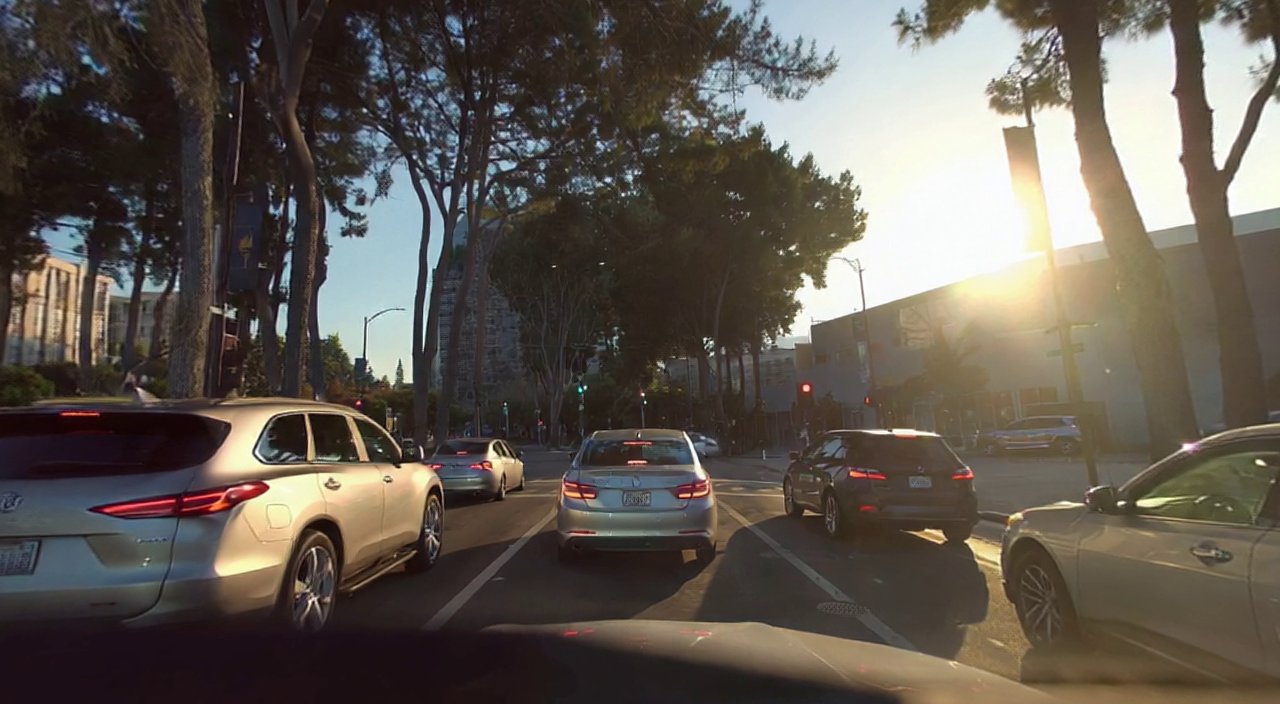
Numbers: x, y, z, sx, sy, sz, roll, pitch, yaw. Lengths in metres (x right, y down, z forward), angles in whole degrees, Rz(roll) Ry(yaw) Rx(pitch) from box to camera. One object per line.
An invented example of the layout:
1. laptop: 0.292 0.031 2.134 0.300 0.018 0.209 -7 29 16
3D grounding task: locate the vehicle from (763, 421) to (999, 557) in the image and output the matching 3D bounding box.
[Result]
1. vehicle: 3.411 2.021 10.033 2.040 1.647 4.379 0 -9 1

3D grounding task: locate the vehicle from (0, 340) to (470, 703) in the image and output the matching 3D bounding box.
1. vehicle: -3.145 1.161 5.061 2.168 1.750 4.625 -1 -9 1

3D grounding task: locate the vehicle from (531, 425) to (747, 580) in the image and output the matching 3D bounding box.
1. vehicle: -0.033 1.800 8.329 2.147 1.507 3.953 0 -9 -1

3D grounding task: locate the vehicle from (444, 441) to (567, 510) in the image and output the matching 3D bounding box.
1. vehicle: -3.060 2.906 15.319 1.975 1.420 4.196 -1 -9 1

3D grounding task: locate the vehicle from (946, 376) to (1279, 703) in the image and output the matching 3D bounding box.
1. vehicle: 3.320 0.961 2.830 1.899 1.588 3.888 0 -9 0
